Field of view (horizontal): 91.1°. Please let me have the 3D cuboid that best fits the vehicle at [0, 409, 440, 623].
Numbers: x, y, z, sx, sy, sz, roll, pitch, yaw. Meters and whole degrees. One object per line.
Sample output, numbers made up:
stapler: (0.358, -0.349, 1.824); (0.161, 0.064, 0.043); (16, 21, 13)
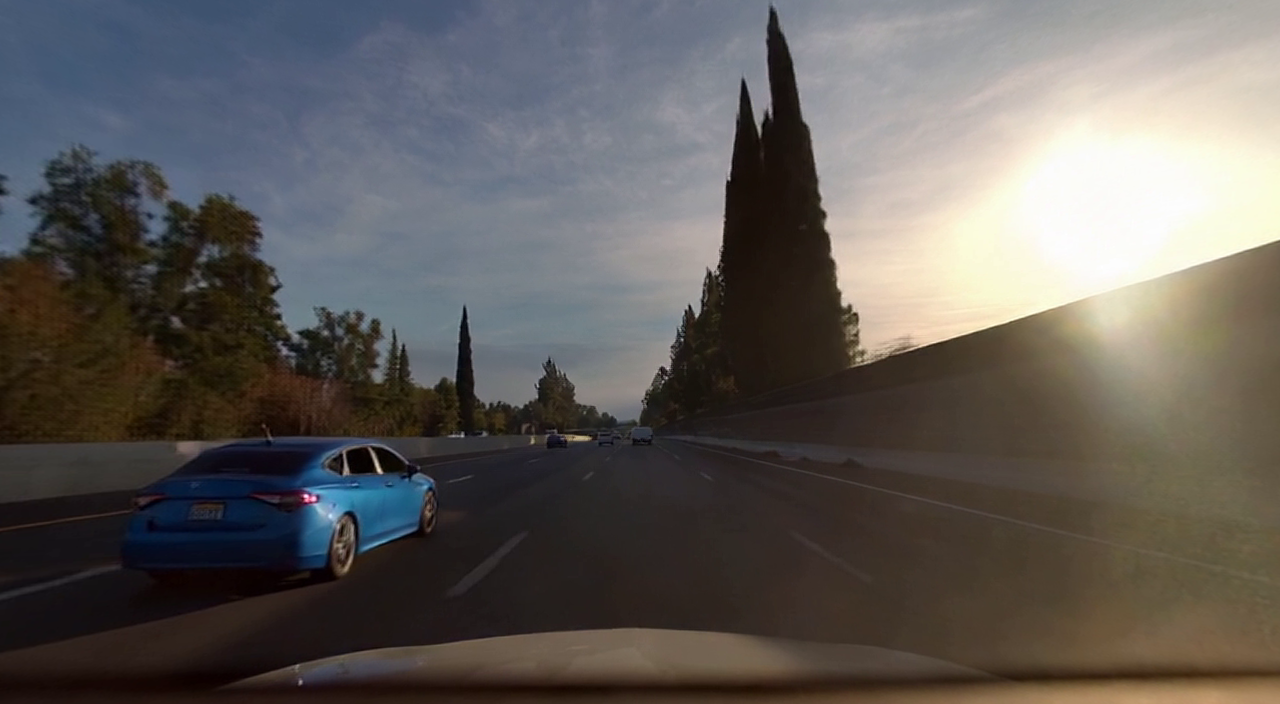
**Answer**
vehicle: (-3.758, 1.423, 6.448); (2.079, 1.500, 3.881); (0, -8, 1)
